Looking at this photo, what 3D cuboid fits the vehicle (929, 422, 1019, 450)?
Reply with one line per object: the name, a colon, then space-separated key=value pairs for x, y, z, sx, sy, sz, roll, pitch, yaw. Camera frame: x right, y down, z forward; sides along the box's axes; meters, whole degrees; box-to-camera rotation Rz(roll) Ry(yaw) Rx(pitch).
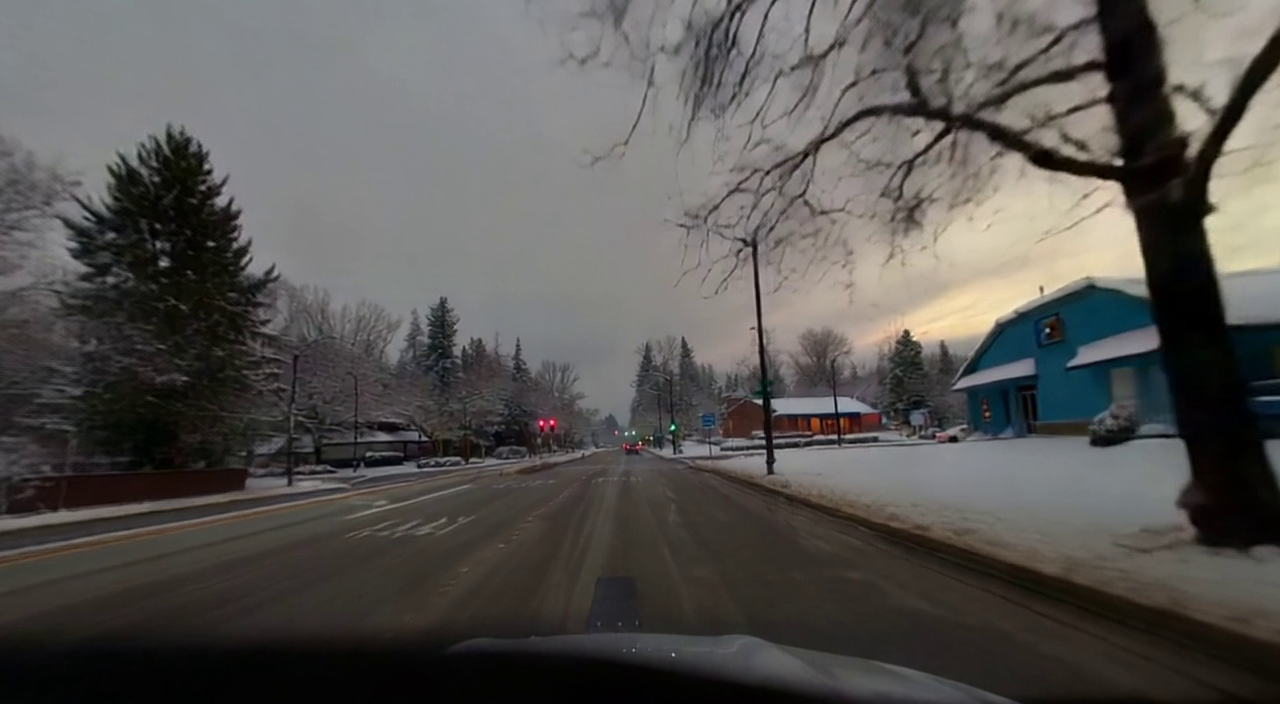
vehicle: x=23.003 y=5.806 z=43.698 sx=4.902 sy=1.519 sz=2.182 roll=-5 pitch=-8 yaw=-1
